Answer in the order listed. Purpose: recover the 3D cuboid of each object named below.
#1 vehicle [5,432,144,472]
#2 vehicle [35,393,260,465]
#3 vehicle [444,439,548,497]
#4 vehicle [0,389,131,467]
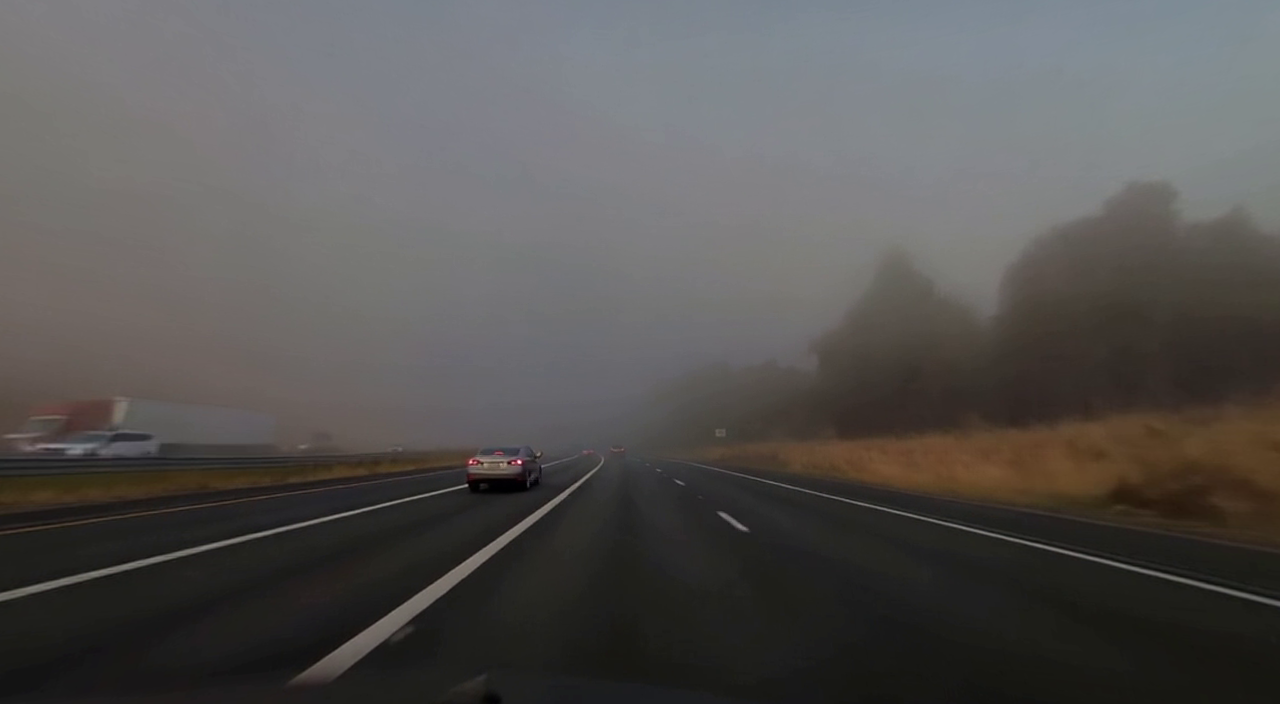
[{"bbox_3d":[-25.128,4.474,28.350,1.962,1.659,4.592,0,-9,-1],"label":"vehicle"},{"bbox_3d":[-33.551,5.723,44.966,2.900,4.172,16.828,0,-9,-1],"label":"vehicle"},{"bbox_3d":[-4.147,3.436,19.067,2.073,1.516,4.478,0,-9,0],"label":"vehicle"},{"bbox_3d":[-33.181,4.391,35.732,2.988,3.971,6.742,0,-9,-2],"label":"vehicle"}]
